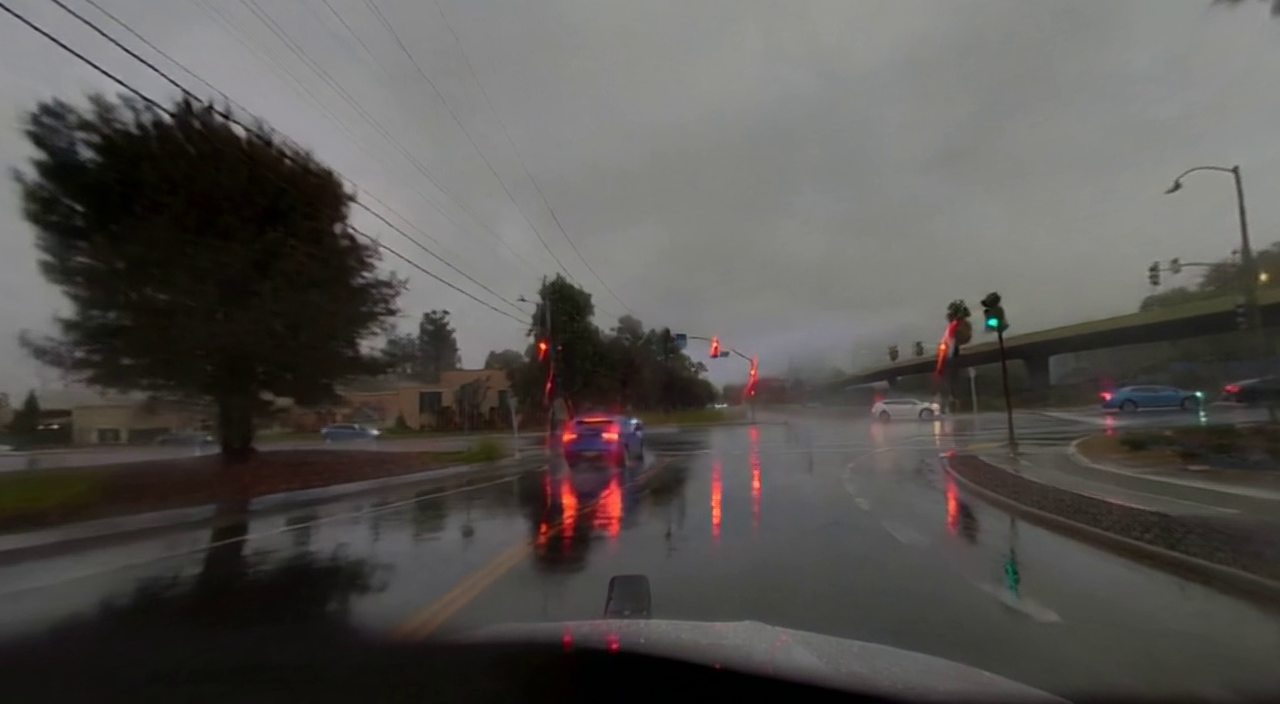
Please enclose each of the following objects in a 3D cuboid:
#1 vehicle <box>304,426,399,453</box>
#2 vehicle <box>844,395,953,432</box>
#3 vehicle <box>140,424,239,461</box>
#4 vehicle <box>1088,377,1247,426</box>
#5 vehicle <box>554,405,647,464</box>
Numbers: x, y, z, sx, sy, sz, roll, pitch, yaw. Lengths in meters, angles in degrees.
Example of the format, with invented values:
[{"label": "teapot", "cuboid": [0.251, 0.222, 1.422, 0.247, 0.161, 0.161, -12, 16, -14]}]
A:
[{"label": "vehicle", "cuboid": [-16.729, 5.064, 36.602, 4.610, 1.476, 2.021, -2, -8, 10]}, {"label": "vehicle", "cuboid": [12.659, 3.067, 31.171, 4.636, 1.668, 1.935, -2, -8, 12]}, {"label": "vehicle", "cuboid": [-27.737, 5.547, 38.828, 4.928, 1.843, 2.055, -4, -2, 10]}, {"label": "vehicle", "cuboid": [23.816, 2.320, 28.685, 4.950, 2.022, 2.221, -2, -8, 11]}, {"label": "vehicle", "cuboid": [-1.162, 2.829, 21.268, 1.928, 1.726, 4.704, -2, -9, 12]}]
